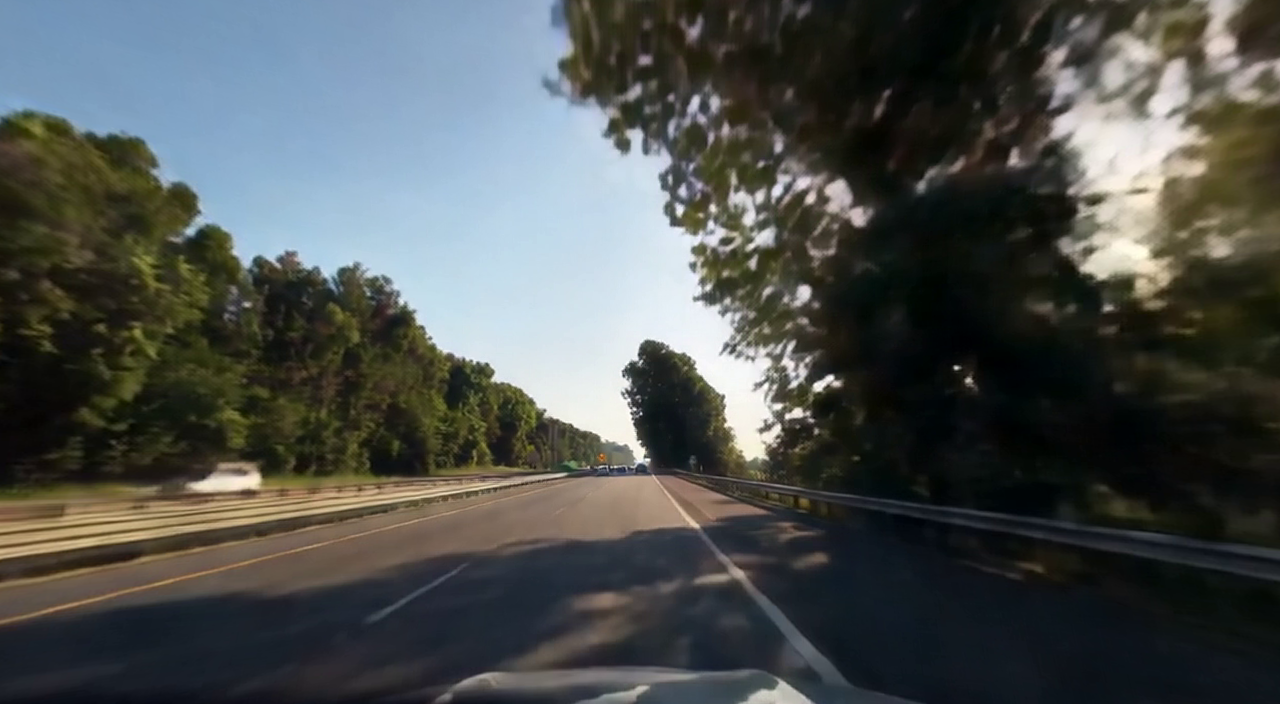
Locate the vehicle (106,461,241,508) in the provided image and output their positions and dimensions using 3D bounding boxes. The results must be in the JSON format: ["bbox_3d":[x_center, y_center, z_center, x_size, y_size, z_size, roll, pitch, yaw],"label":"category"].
[{"bbox_3d":[-17.166,4.884,23.467,1.837,1.531,4.010,1,-10,1],"label":"vehicle"}]
